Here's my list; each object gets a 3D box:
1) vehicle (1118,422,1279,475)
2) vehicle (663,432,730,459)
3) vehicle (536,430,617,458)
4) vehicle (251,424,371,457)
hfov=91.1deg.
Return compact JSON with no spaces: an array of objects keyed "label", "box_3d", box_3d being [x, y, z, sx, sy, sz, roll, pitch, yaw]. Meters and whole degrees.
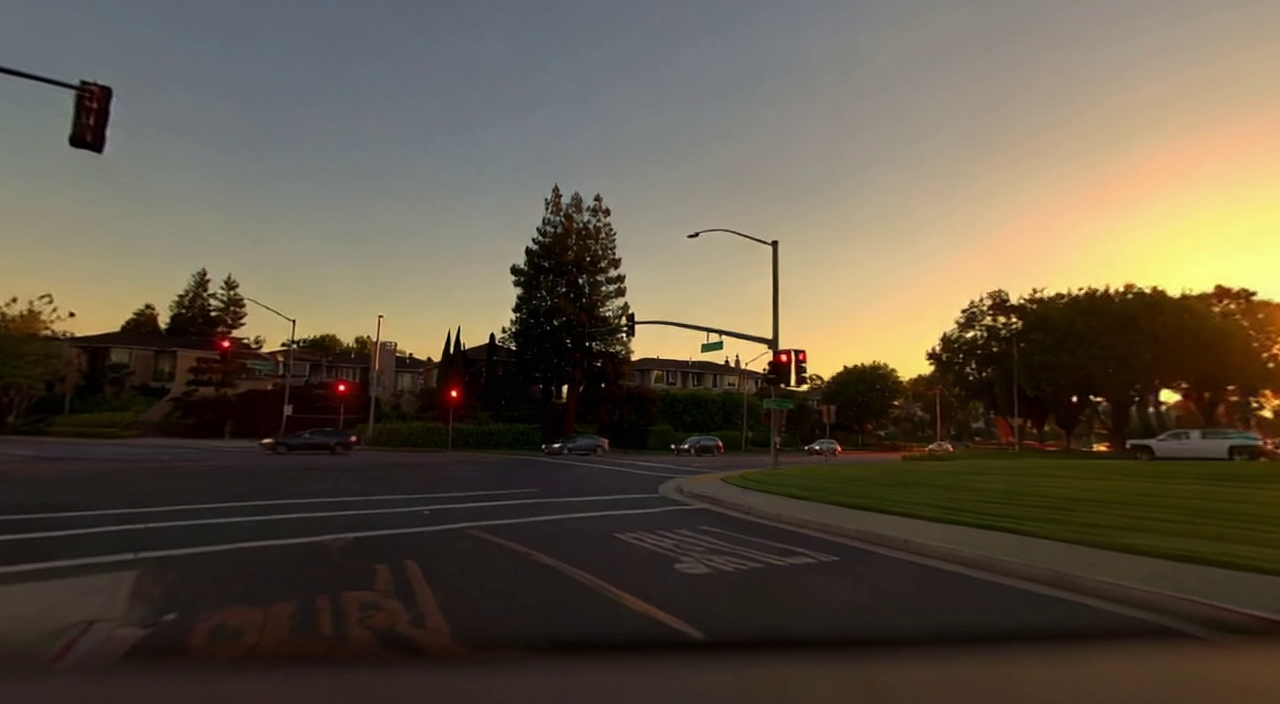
[{"label":"vehicle","box_3d":[26.385,4.502,29.364,2.437,2.249,5.939,9,-12,-44]},{"label":"vehicle","box_3d":[3.701,6.069,40.643,4.135,1.633,1.990,8,-11,-40]},{"label":"vehicle","box_3d":[-3.915,5.745,39.000,4.649,1.585,1.965,7,-11,-38]},{"label":"vehicle","box_3d":[-15.632,4.262,29.977,4.740,1.462,1.828,7,-11,-38]}]
